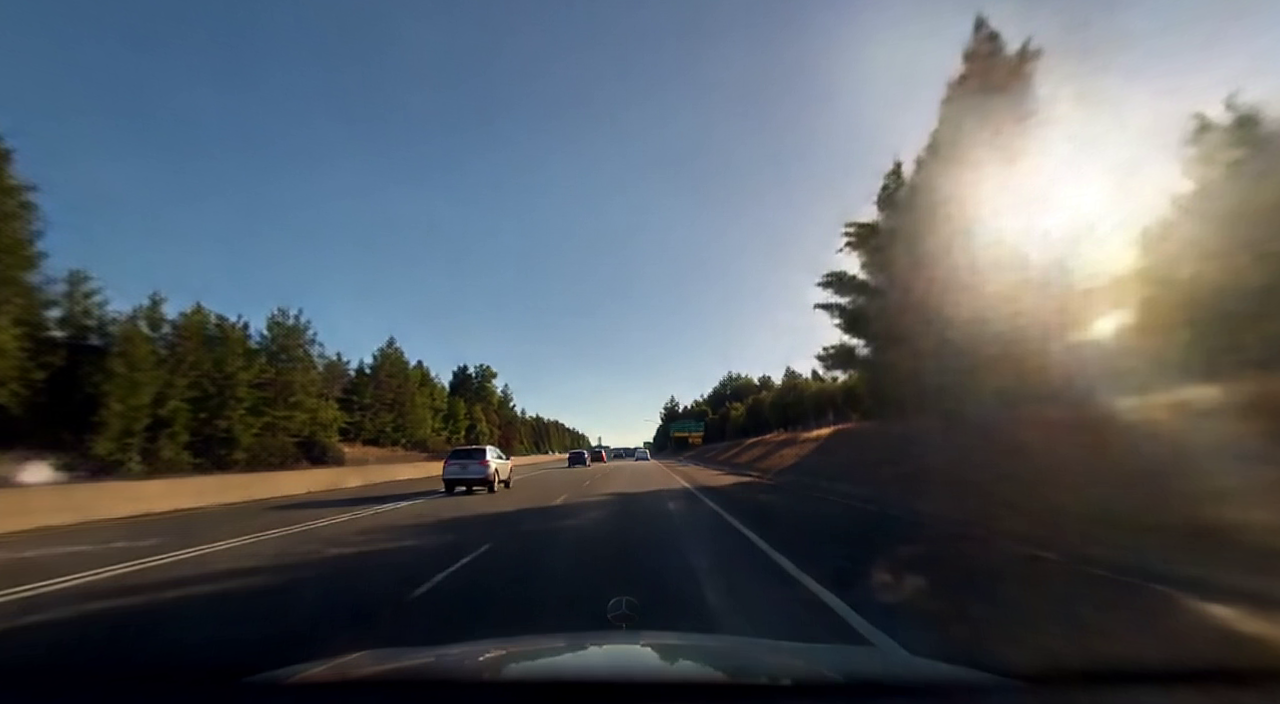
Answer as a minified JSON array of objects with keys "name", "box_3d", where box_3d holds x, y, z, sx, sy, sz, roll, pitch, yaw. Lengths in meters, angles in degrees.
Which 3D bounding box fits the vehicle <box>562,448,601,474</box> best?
[{"name":"vehicle","box_3d":[-3.522,6.663,38.629,2.005,1.474,3.921,0,-9,1]}]

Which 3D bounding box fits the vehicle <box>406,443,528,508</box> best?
[{"name":"vehicle","box_3d":[-4.478,3.276,17.159,1.975,1.501,4.603,0,-9,1]}]
